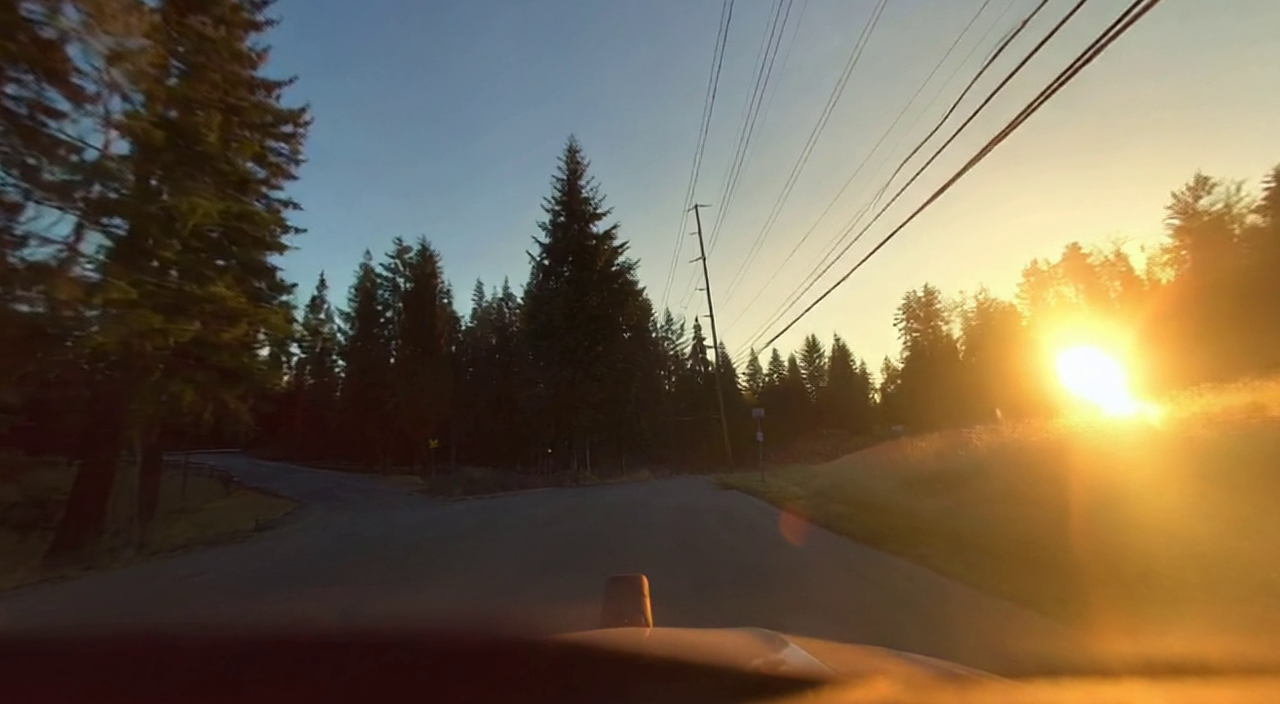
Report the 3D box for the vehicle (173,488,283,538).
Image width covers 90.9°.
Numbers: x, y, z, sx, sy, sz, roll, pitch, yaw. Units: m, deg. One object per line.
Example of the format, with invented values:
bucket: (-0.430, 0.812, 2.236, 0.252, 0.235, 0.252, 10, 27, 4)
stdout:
vehicle: (-17.274, 6.675, 26.411, 4.043, 1.673, 1.970, -4, -10, 26)
